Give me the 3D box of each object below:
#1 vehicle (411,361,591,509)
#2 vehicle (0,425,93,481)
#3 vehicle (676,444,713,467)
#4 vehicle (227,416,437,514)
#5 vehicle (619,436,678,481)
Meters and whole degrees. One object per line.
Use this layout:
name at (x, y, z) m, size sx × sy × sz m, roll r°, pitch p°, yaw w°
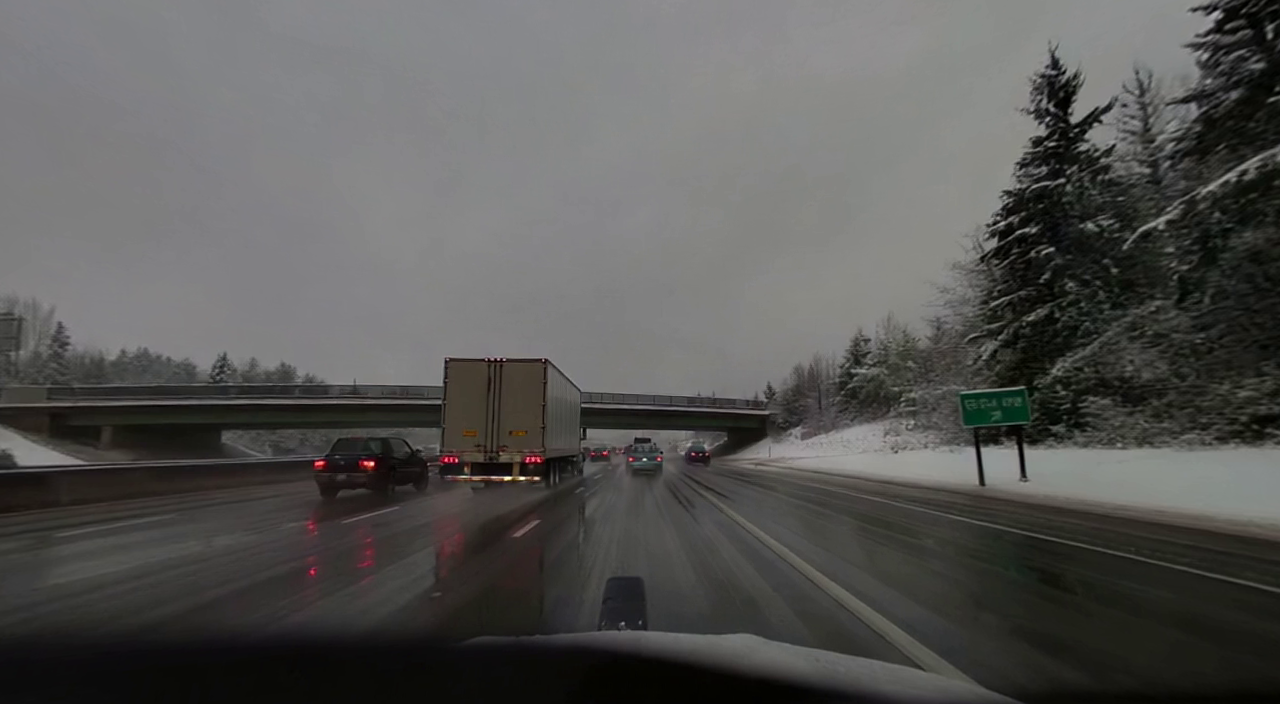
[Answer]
vehicle at (-3.517, 2.641, 19.615) m, size 3.075 × 3.276 × 11.073 m, roll 0°, pitch -8°, yaw 0°
vehicle at (-39.426, 6.349, 39.890) m, size 2.798 × 3.290 × 7.345 m, roll 0°, pitch -8°, yaw 1°
vehicle at (3.641, 6.966, 42.796) m, size 2.003 × 1.465 × 4.092 m, roll 0°, pitch -8°, yaw -2°
vehicle at (-7.372, 2.791, 16.163) m, size 2.309 × 2.007 × 5.974 m, roll 0°, pitch -8°, yaw 1°
vehicle at (0.293, 4.422, 26.470) m, size 2.270 × 1.696 × 4.061 m, roll 0°, pitch -8°, yaw -1°
